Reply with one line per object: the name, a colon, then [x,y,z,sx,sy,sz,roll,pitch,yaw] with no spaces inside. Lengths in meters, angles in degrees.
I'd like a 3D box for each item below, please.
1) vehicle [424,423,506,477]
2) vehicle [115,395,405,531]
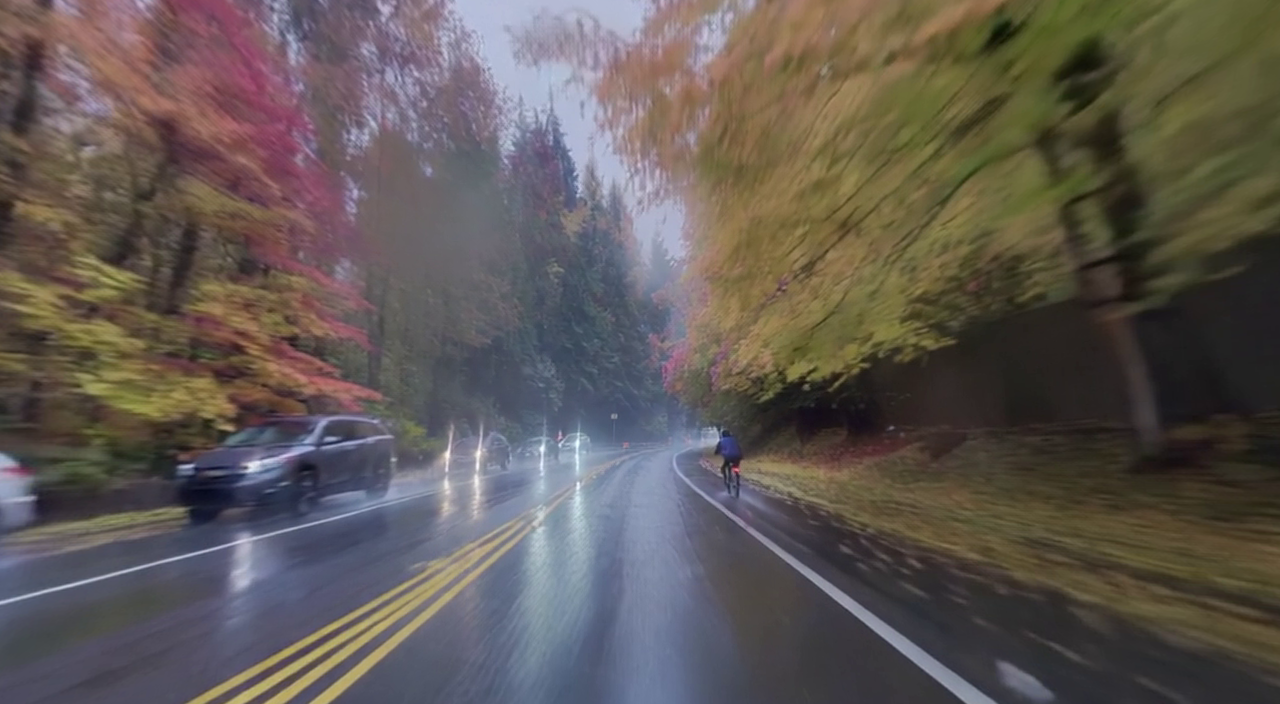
vehicle: [-7.236,4.119,26.615,1.955,1.908,4.680,-5,-9,1]
vehicle: [-7.208,2.217,13.109,2.312,2.075,5.748,-3,-9,2]
